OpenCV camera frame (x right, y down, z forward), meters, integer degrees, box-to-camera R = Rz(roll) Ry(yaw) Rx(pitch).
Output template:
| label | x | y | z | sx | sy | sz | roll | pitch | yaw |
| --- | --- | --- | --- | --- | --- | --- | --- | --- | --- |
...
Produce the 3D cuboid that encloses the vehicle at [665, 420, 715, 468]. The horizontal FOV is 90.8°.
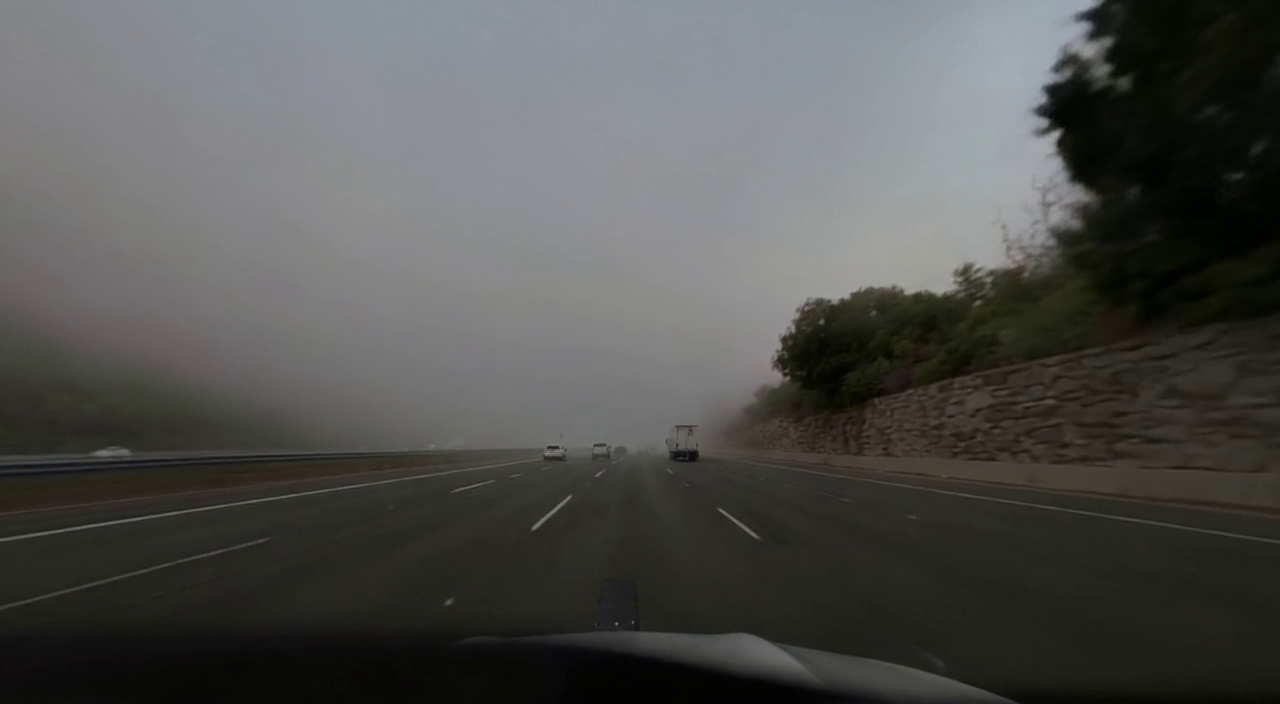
| label | x | y | z | sx | sy | sz | roll | pitch | yaw |
| --- | --- | --- | --- | --- | --- | --- | --- | --- | --- |
| vehicle | 3.520 | 6.743 | 46.337 | 2.795 | 3.187 | 7.205 | 0 | -9 | -2 |
